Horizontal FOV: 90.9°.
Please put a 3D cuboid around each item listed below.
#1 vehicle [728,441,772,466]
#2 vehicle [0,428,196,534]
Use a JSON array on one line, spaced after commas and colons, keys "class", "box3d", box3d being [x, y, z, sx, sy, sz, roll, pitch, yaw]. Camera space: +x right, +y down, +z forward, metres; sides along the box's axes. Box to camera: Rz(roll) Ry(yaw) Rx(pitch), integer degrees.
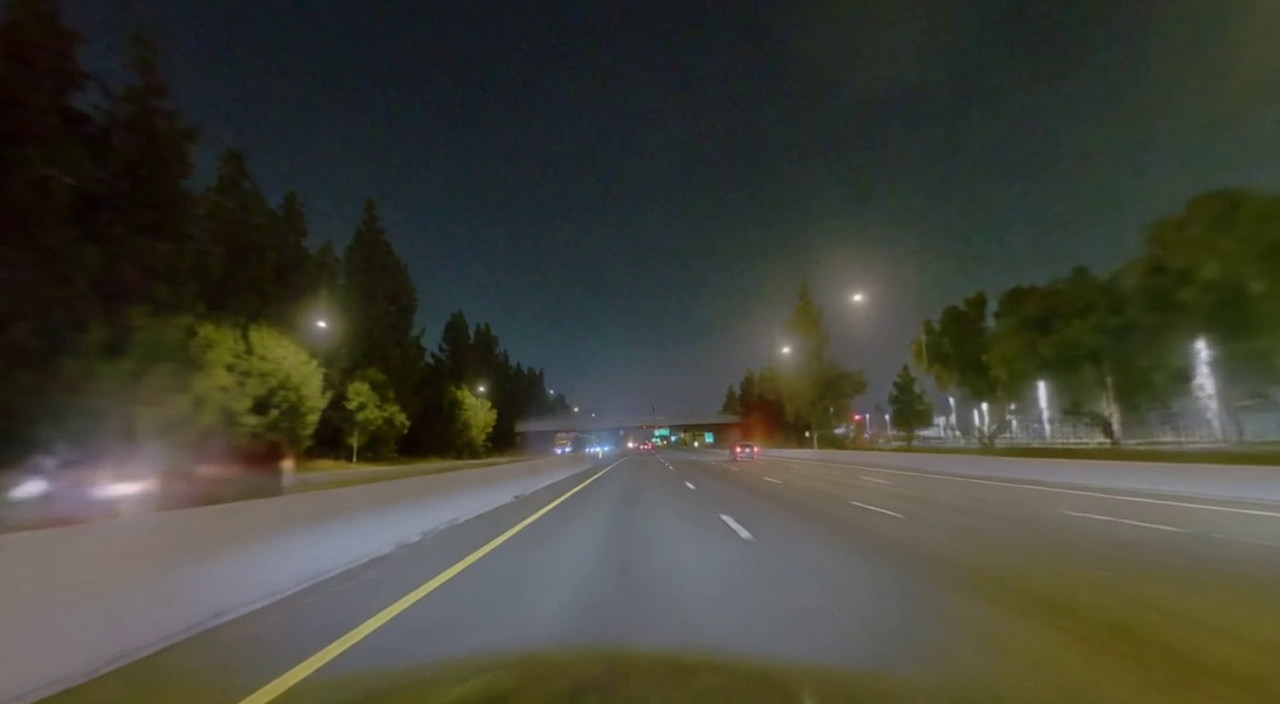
[{"class": "vehicle", "box3d": [7.006, 6.519, 40.563, 2.025, 1.484, 4.208, 0, -8, 0]}, {"class": "vehicle", "box3d": [-10.538, 2.189, 11.145, 2.027, 1.551, 4.656, 0, -8, -1]}]
